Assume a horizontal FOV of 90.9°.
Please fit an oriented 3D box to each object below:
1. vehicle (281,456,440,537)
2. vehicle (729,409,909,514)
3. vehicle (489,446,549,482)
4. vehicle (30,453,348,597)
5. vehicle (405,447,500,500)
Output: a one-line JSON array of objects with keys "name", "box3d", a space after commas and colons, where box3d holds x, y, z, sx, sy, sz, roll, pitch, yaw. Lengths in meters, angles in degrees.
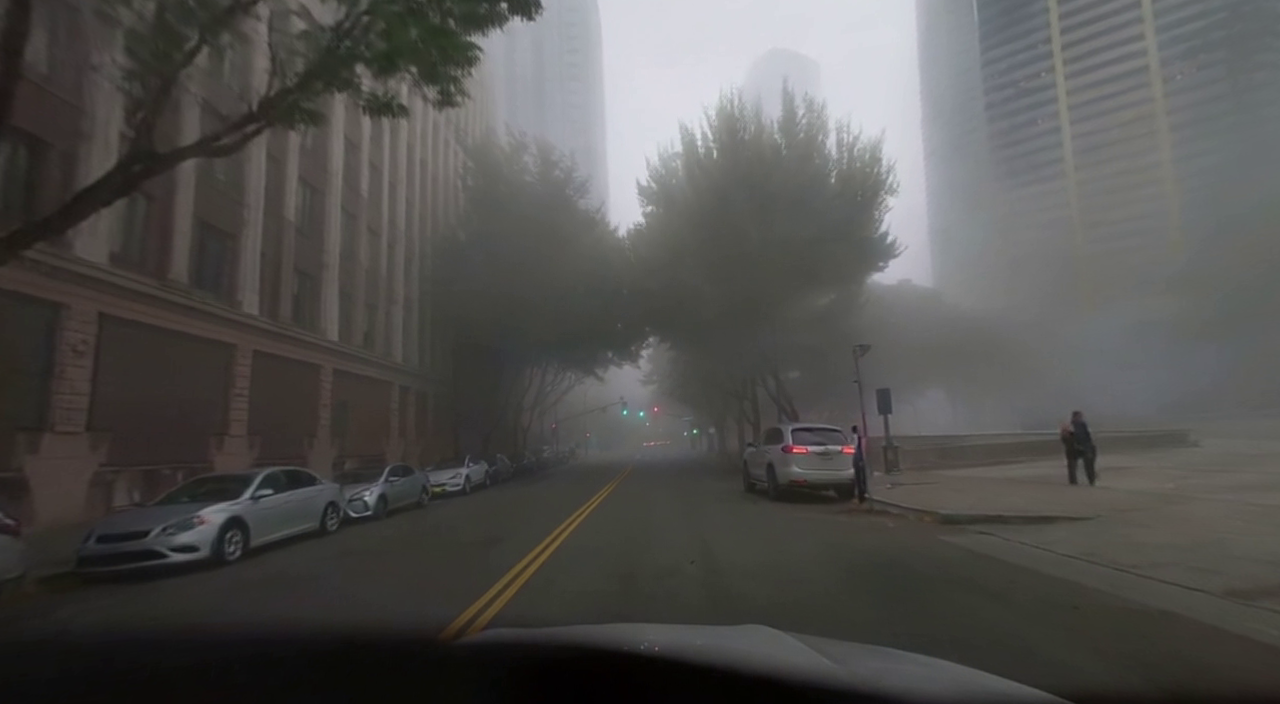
[{"name": "vehicle", "box3d": [-6.726, 3.461, 15.867, 1.889, 1.451, 5.013, -4, -8, -2]}, {"name": "vehicle", "box3d": [4.132, 2.690, 16.072, 2.568, 2.001, 5.999, -4, -8, -2]}, {"name": "vehicle", "box3d": [-6.209, 5.748, 32.846, 2.270, 1.539, 4.855, -4, -8, -2]}, {"name": "vehicle", "box3d": [-6.831, 2.576, 10.417, 1.944, 1.574, 4.717, -4, -8, -2]}, {"name": "vehicle", "box3d": [-6.509, 4.209, 22.406, 2.110, 1.498, 4.555, -4, -8, -2]}]
